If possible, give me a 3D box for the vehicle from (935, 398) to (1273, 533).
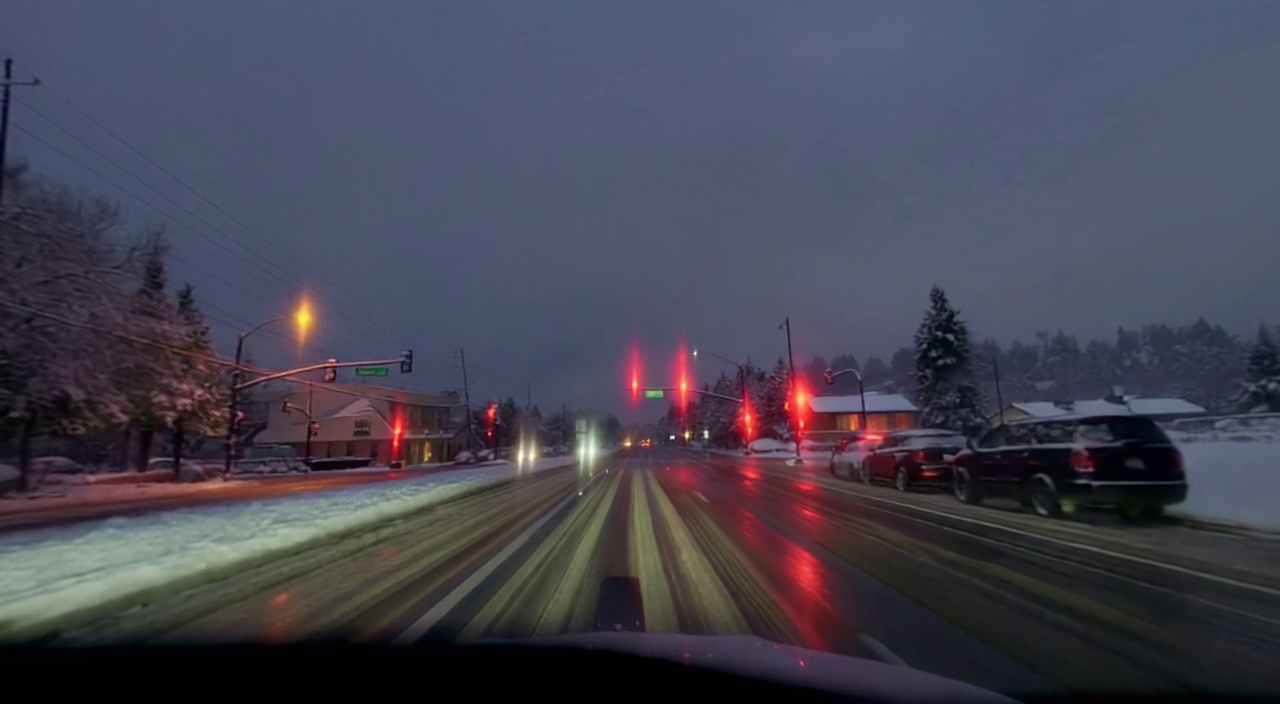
[{"bbox_3d":[7.756,1.984,11.569,2.130,1.877,5.334,0,-8,0],"label":"vehicle"}]
